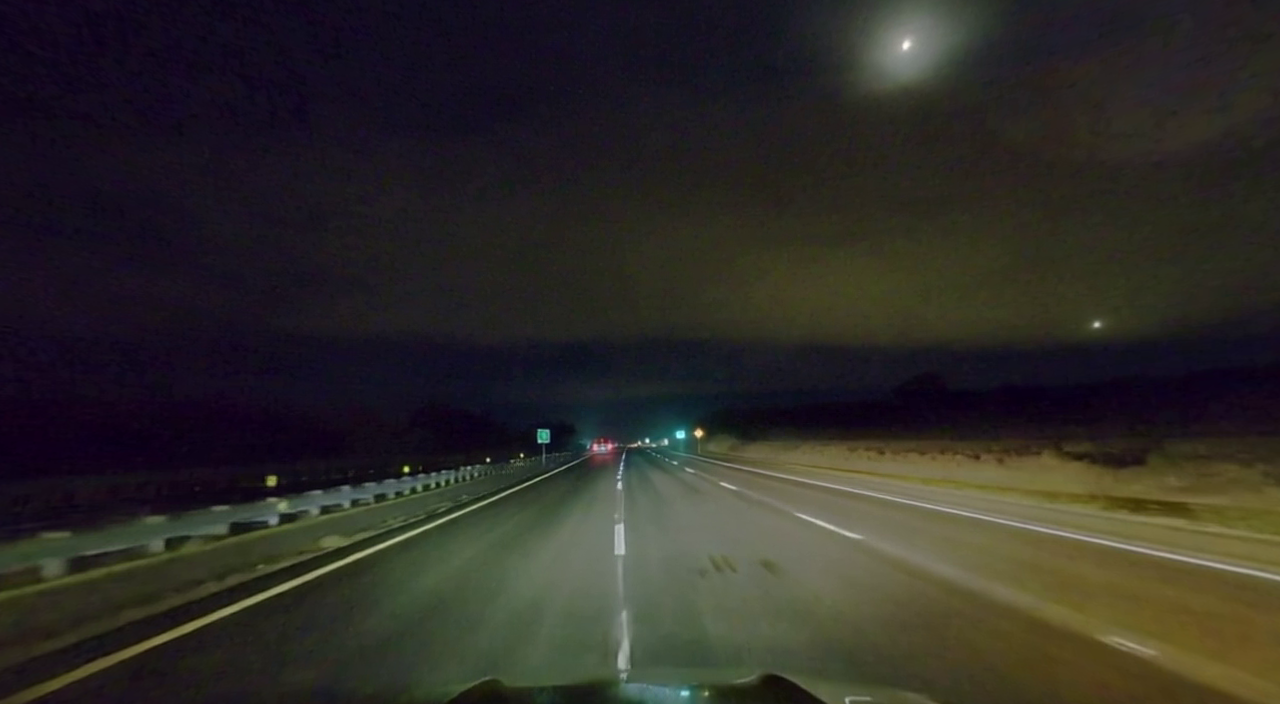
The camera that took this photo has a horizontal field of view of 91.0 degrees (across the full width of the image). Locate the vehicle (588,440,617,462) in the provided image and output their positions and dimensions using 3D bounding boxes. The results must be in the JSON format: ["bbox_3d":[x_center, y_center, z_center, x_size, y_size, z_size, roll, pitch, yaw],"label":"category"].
[{"bbox_3d":[-2.809,7.533,48.006,2.009,1.554,4.013,0,-8,-1],"label":"vehicle"}]
